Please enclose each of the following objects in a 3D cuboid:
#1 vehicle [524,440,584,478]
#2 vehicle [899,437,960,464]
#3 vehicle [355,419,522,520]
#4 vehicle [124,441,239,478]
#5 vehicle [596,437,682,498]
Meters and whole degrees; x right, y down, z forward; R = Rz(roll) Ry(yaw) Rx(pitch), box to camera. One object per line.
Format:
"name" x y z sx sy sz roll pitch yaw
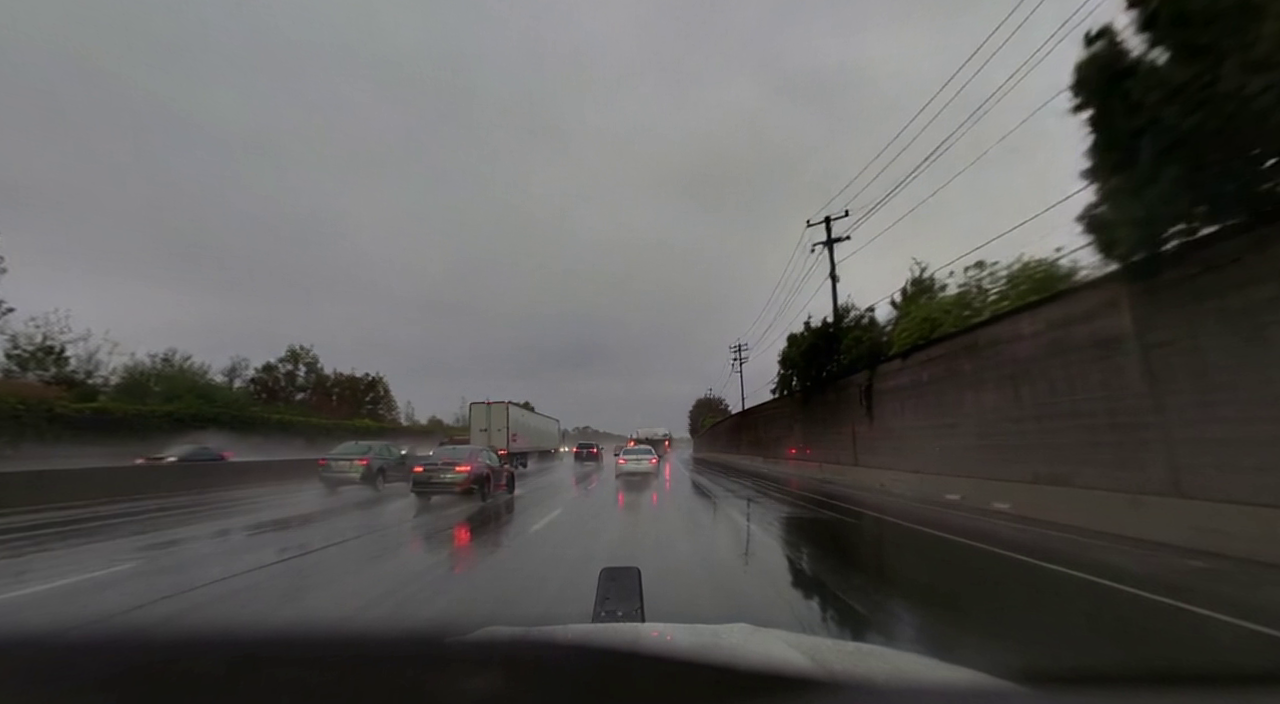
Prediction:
"vehicle" -3.588 4.537 27.113 1.870 1.485 4.304 0 -8 1
"vehicle" 18.240 6.222 40.026 1.936 1.591 4.362 0 -8 2
"vehicle" -3.853 2.326 12.987 1.923 1.716 4.289 0 -9 1
"vehicle" -19.933 4.682 27.746 1.817 1.490 4.336 0 -8 0
"vehicle" -0.045 3.135 17.465 2.089 1.477 3.818 0 -8 -1
